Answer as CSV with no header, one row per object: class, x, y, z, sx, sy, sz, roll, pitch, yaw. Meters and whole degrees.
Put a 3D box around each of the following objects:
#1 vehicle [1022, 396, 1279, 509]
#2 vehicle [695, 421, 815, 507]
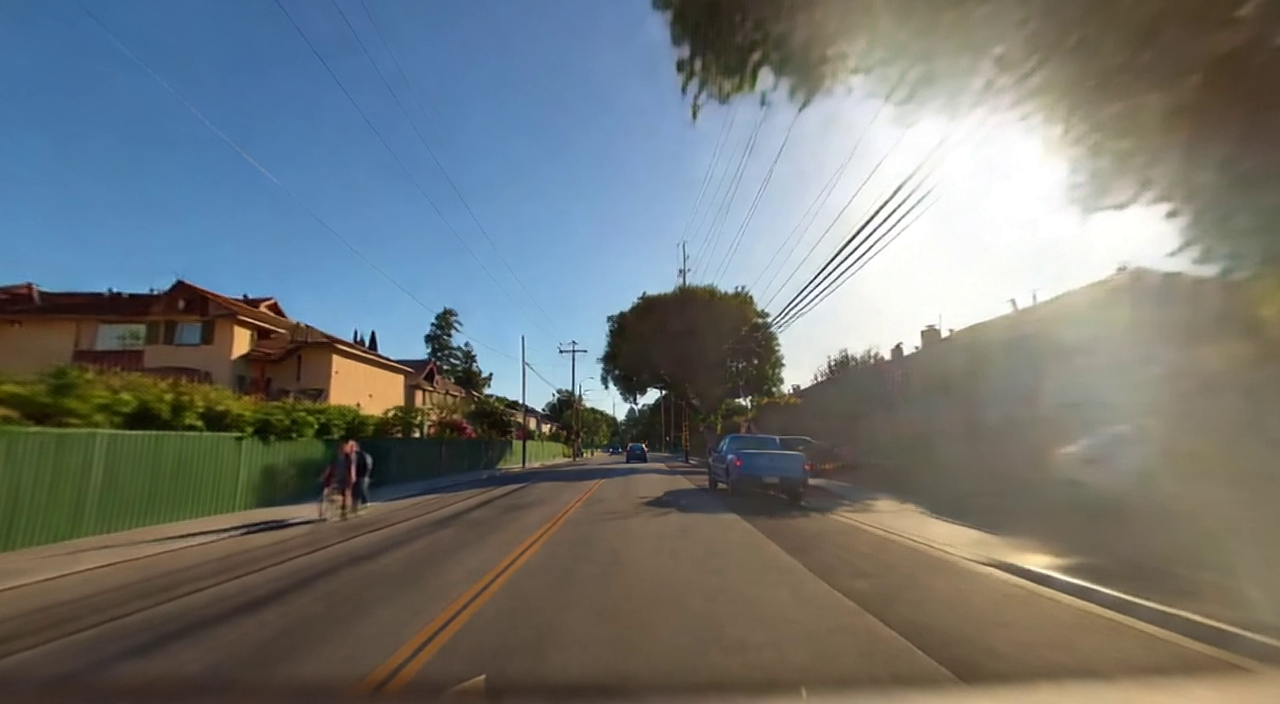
vehicle,11.131,1.932,12.282,5.846,1.971,2.273,0,-8,1
vehicle,3.084,3.169,18.364,2.278,1.933,5.860,4,-9,0
